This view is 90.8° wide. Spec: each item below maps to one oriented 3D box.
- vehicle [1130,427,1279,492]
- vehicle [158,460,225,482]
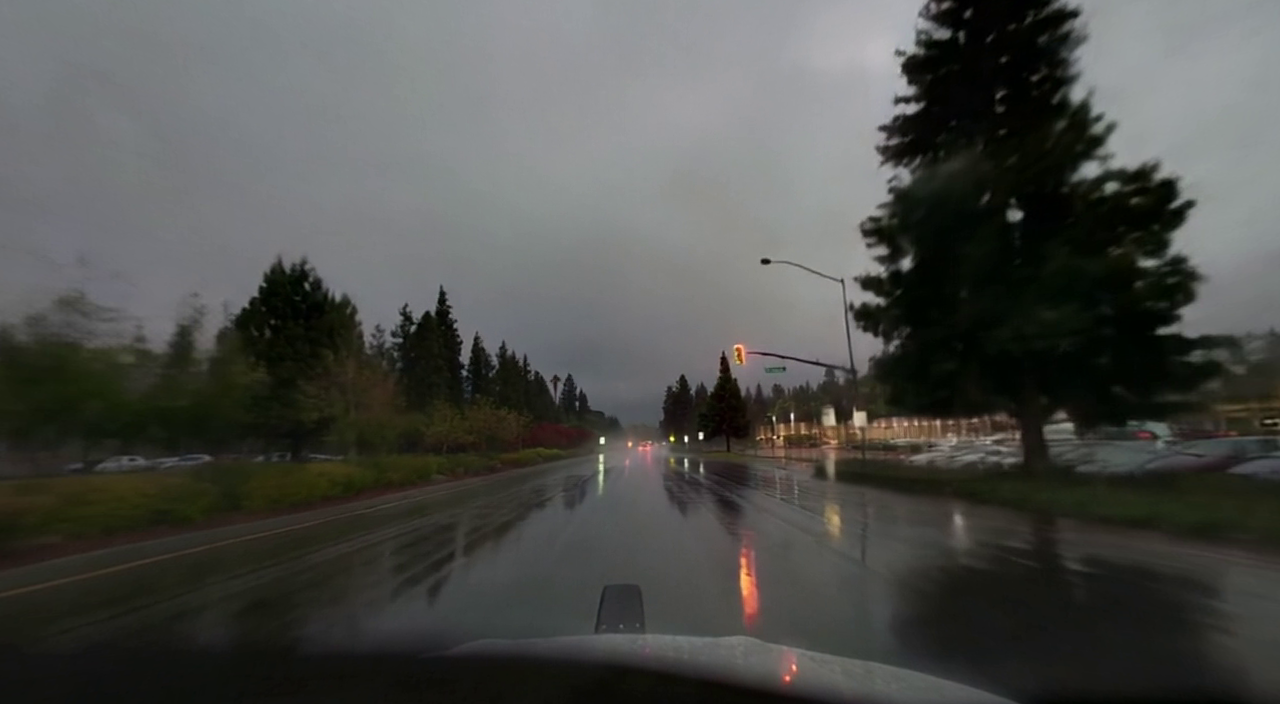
[{"bbox_3d":[17.432,3.154,18.653,4.199,1.775,1.943,0,-8,2],"label":"vehicle"},{"bbox_3d":[-35.379,9.391,49.895,4.028,1.534,1.716,-3,-9,3],"label":"vehicle"}]
